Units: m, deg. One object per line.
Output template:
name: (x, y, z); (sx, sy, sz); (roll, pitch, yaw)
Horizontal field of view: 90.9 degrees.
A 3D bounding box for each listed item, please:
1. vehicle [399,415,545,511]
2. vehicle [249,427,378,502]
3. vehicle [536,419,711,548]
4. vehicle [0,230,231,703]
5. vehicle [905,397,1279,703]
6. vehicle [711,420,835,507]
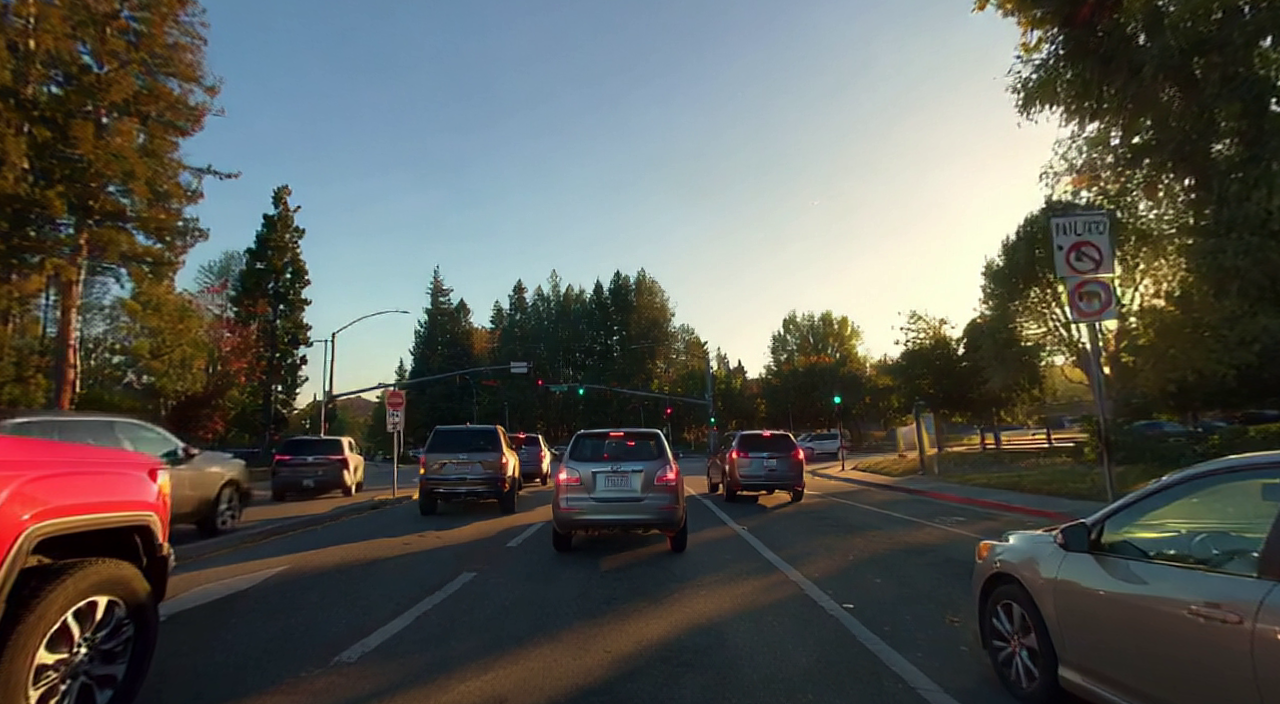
vehicle: (-3.636, 2.518, 14.662); (2.089, 1.857, 4.488); (0, -8, 1)
vehicle: (-8.964, 3.098, 17.826); (2.256, 1.799, 4.831); (2, -9, -16)
vehicle: (-0.221, 1.938, 9.873); (2.194, 1.607, 3.690); (0, -8, 0)
vehicle: (-3.490, 0.346, 0.317); (2.656, 2.021, 5.800); (0, -8, 0)
vehicle: (3.019, 0.959, 2.514); (1.874, 1.477, 4.698); (0, -8, 0)
vehicle: (3.131, 2.735, 15.907); (2.102, 1.841, 4.587); (0, -8, 0)
